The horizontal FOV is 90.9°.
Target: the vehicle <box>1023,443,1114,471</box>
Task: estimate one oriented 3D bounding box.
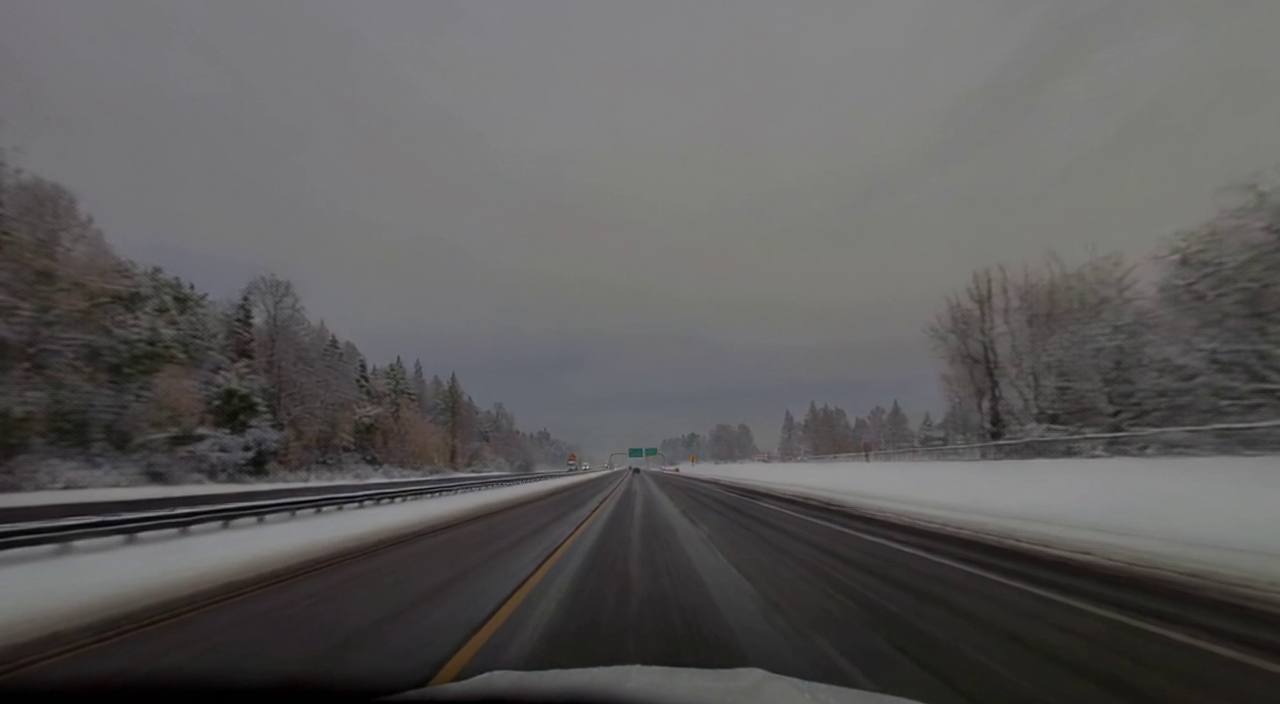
[{"bbox_3d":[28.133,6.930,41.515,4.723,1.688,2.004,-6,-12,32],"label":"vehicle"}]
